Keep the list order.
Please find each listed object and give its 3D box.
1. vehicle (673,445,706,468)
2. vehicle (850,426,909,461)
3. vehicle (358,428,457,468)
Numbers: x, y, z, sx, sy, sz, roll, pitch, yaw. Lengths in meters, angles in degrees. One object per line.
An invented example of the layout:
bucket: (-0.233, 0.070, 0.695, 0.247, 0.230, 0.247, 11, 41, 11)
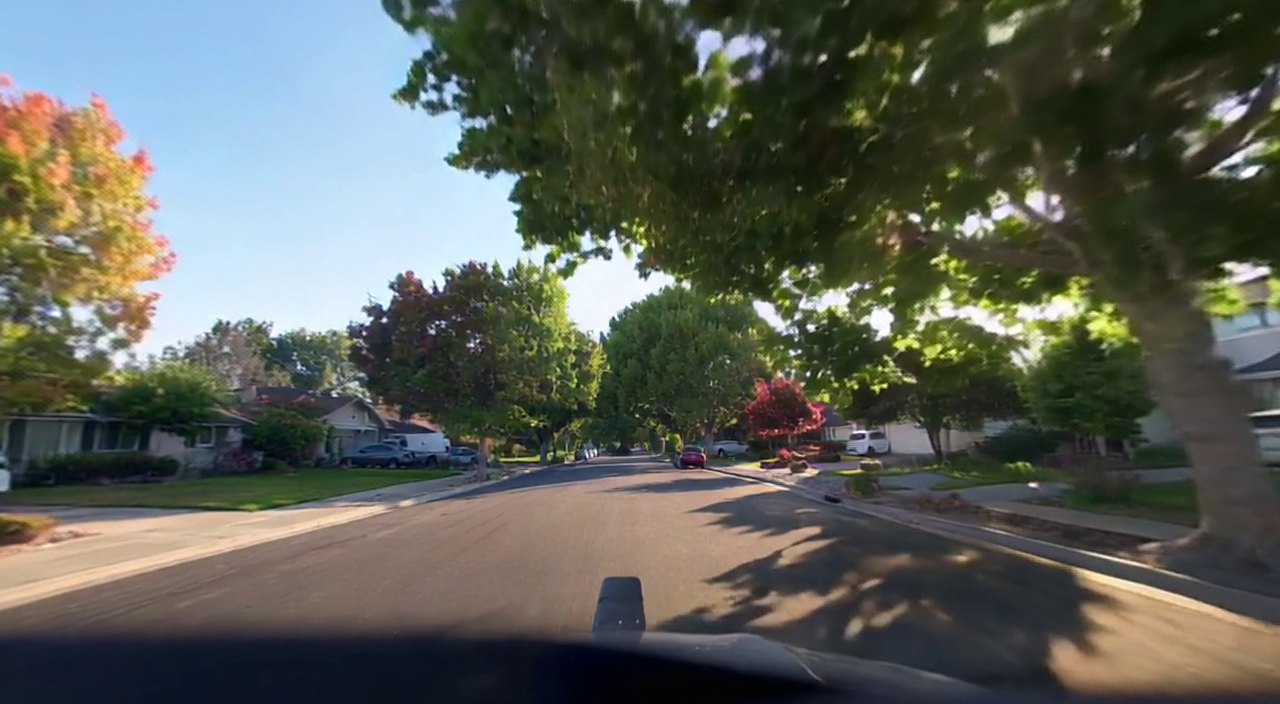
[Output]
vehicle: (3.420, 7.370, 44.489, 2.011, 1.521, 4.292, 0, -9, 0)
vehicle: (14.495, 5.524, 37.925, 2.222, 1.963, 4.670, -6, -10, 33)
vehicle: (-17.419, 7.210, 47.341, 6.381, 2.645, 2.703, -3, -9, 9)
